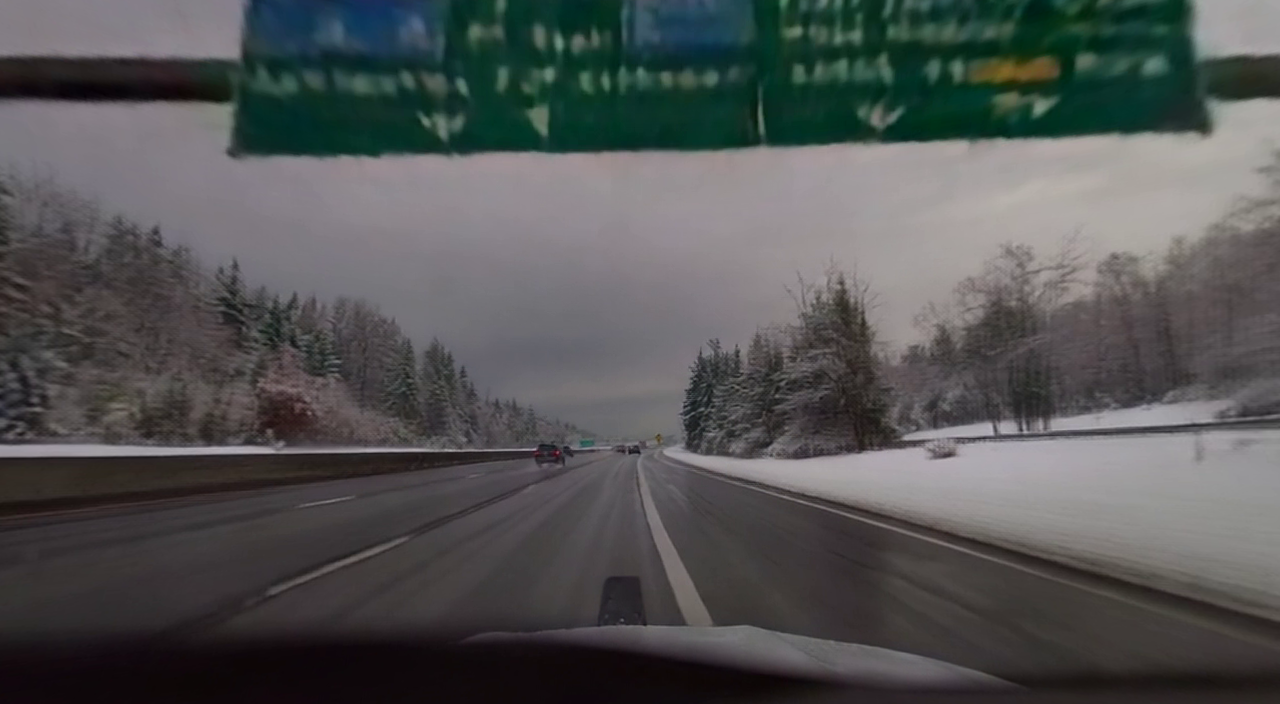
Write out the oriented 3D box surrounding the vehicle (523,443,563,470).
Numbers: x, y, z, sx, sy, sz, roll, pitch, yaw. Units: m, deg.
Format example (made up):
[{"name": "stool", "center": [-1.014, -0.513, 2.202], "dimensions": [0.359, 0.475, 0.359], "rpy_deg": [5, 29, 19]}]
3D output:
[{"name": "vehicle", "center": [-6.082, 6.617, 40.055], "dimensions": [1.875, 1.587, 4.687], "rpy_deg": [0, -9, -1]}]
